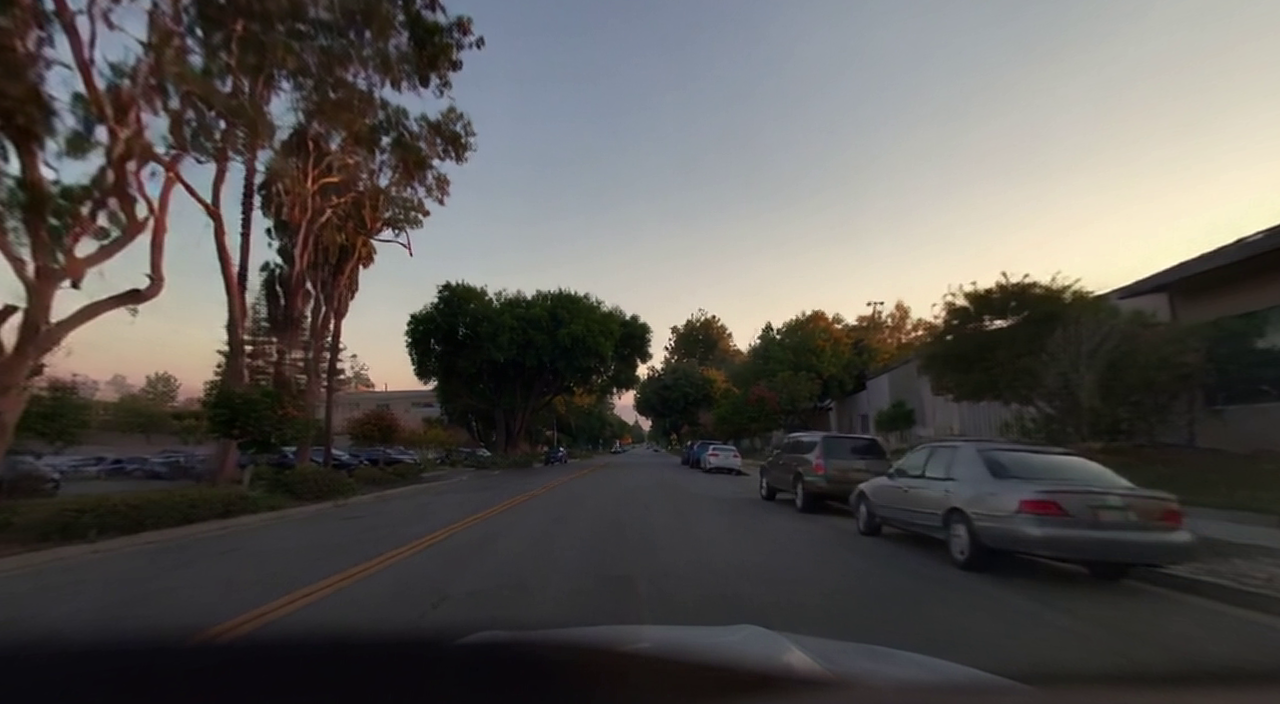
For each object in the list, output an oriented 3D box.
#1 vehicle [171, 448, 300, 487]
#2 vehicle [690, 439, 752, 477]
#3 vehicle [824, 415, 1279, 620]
[{"bbox_3d":[-16.644,4.711,26.056,4.491,1.455,1.959,-3,-9,17],"label":"vehicle"},{"bbox_3d":[3.601,4.804,28.952,1.952,1.538,5.215,0,-8,-2],"label":"vehicle"},{"bbox_3d":[3.950,1.614,7.350,1.933,1.528,5.006,0,-8,-2],"label":"vehicle"}]
